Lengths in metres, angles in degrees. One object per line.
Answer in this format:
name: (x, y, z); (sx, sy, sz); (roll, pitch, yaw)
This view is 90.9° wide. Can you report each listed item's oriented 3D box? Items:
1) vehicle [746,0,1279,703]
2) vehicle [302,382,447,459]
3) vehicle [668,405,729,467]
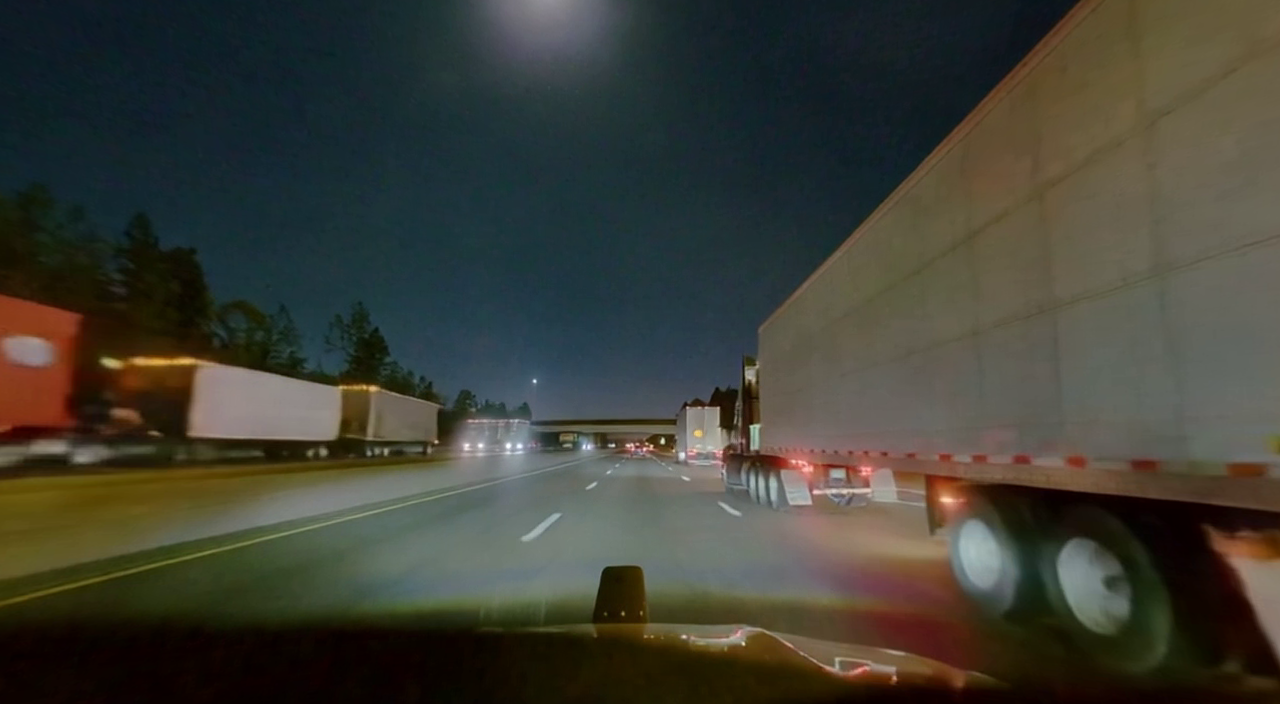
vehicle: (4.019, 0.463, 7.825); (2.922, 3.987, 14.038); (0, -9, 0)
vehicle: (-15.913, 4.617, 39.758); (2.918, 3.945, 14.545); (0, -9, 0)
vehicle: (4.116, 6.563, 48.211); (2.881, 3.995, 14.382); (0, -9, -2)
